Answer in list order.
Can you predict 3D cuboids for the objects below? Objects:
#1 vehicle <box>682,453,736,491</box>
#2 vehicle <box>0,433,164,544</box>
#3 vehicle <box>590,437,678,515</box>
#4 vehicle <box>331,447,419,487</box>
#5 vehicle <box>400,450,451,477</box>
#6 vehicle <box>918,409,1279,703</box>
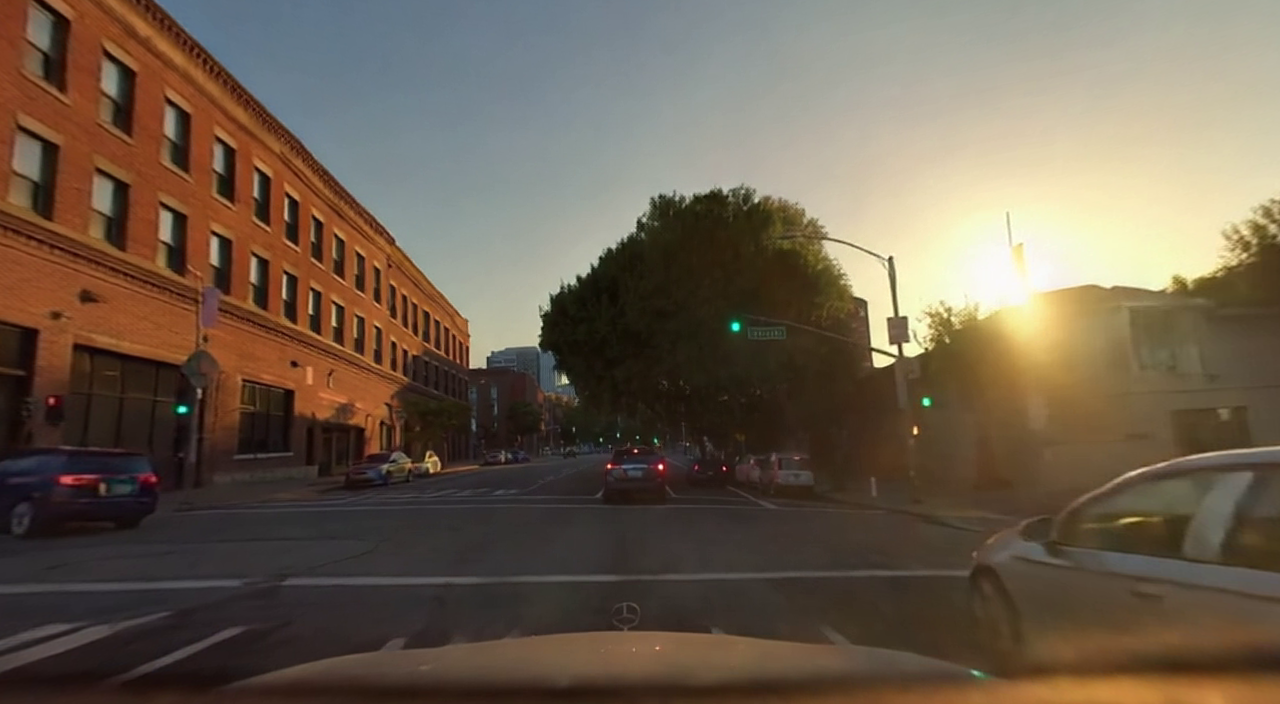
[{"bbox_3d":[2.911,5.164,27.531,1.852,1.462,4.155,0,-9,-1],"label":"vehicle"},{"bbox_3d":[-11.614,2.527,12.273,4.244,1.812,1.855,-4,-10,25],"label":"vehicle"},{"bbox_3d":[-0.186,3.336,17.548,2.105,1.842,4.537,0,-9,-1],"label":"vehicle"},{"bbox_3d":[-14.243,6.169,34.377,2.191,2.011,5.556,0,-9,2],"label":"vehicle"},{"bbox_3d":[-14.266,7.385,42.232,1.891,1.659,4.360,0,-9,0],"label":"vehicle"},{"bbox_3d":[3.250,1.029,2.681,2.026,1.499,4.662,0,-9,0],"label":"vehicle"}]
